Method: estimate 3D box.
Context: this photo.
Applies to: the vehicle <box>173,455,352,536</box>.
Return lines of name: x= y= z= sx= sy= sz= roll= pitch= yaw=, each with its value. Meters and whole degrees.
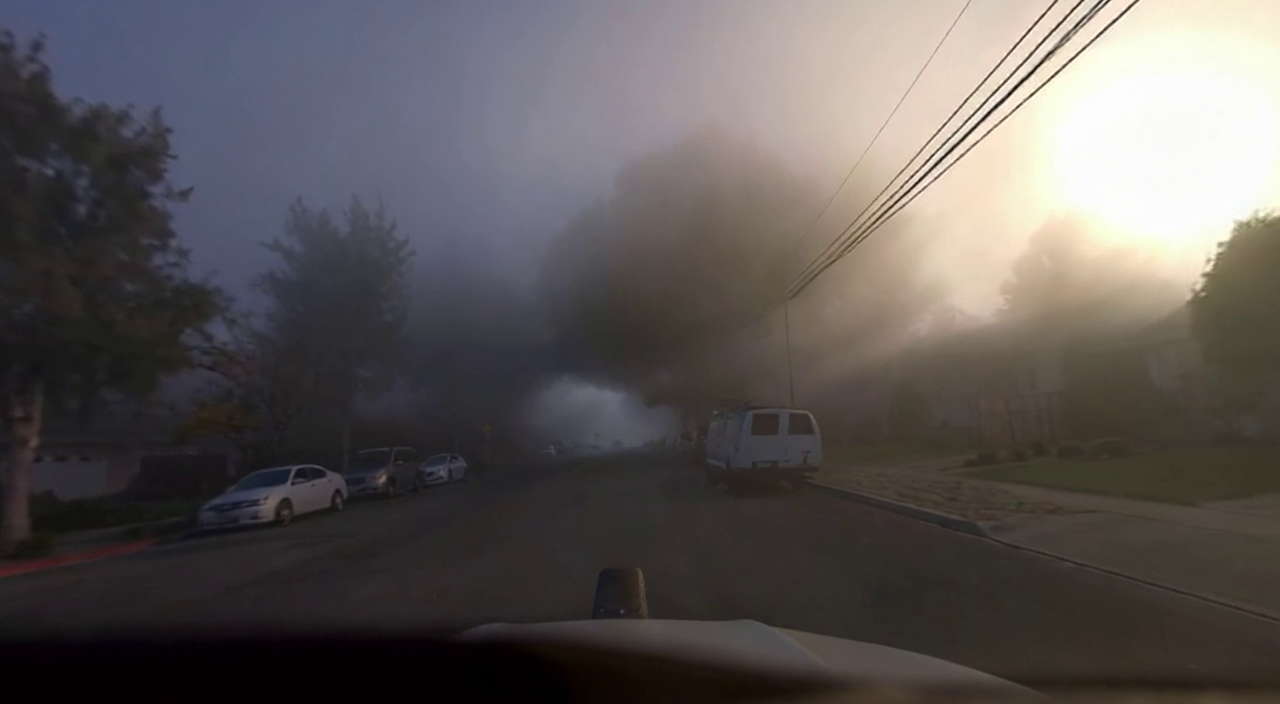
vehicle: x=-8.388 y=3.176 z=14.555 sx=1.821 sy=1.476 sz=4.060 roll=-2 pitch=-9 yaw=-3

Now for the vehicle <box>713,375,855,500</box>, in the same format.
vehicle: x=3.068 y=1.987 z=14.467 sx=2.233 sy=2.453 sz=3.787 roll=0 pitch=-9 yaw=-1

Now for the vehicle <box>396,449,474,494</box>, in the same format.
vehicle: x=-8.390 y=4.863 z=26.167 sx=1.839 sy=1.384 sz=4.124 roll=-8 pitch=-8 yaw=-2

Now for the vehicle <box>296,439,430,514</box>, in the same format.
vehicle: x=-8.567 y=3.810 z=20.063 sx=2.163 sy=1.841 sz=4.679 roll=-6 pitch=-8 yaw=-2
